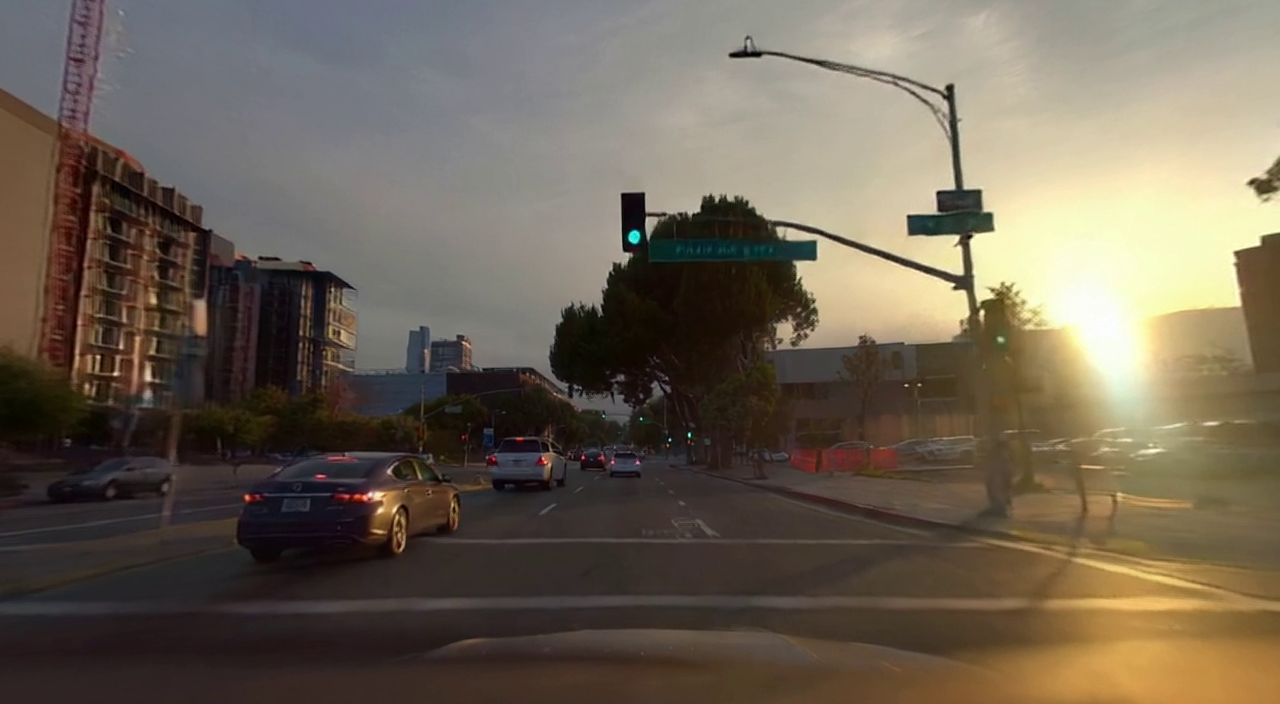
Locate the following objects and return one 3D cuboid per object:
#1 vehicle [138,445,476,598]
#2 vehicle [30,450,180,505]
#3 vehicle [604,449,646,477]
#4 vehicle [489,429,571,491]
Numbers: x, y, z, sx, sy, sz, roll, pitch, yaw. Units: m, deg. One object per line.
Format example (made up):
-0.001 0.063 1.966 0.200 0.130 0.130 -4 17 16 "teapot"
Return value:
-3.709 1.925 8.214 1.959 1.406 4.527 0 -9 0 "vehicle"
-19.618 4.557 23.414 1.892 1.705 4.321 -1 -8 -3 "vehicle"
-0.811 6.132 35.017 2.171 1.422 4.146 0 -9 -1 "vehicle"
-3.961 3.981 23.598 2.240 2.054 4.662 0 -9 0 "vehicle"
